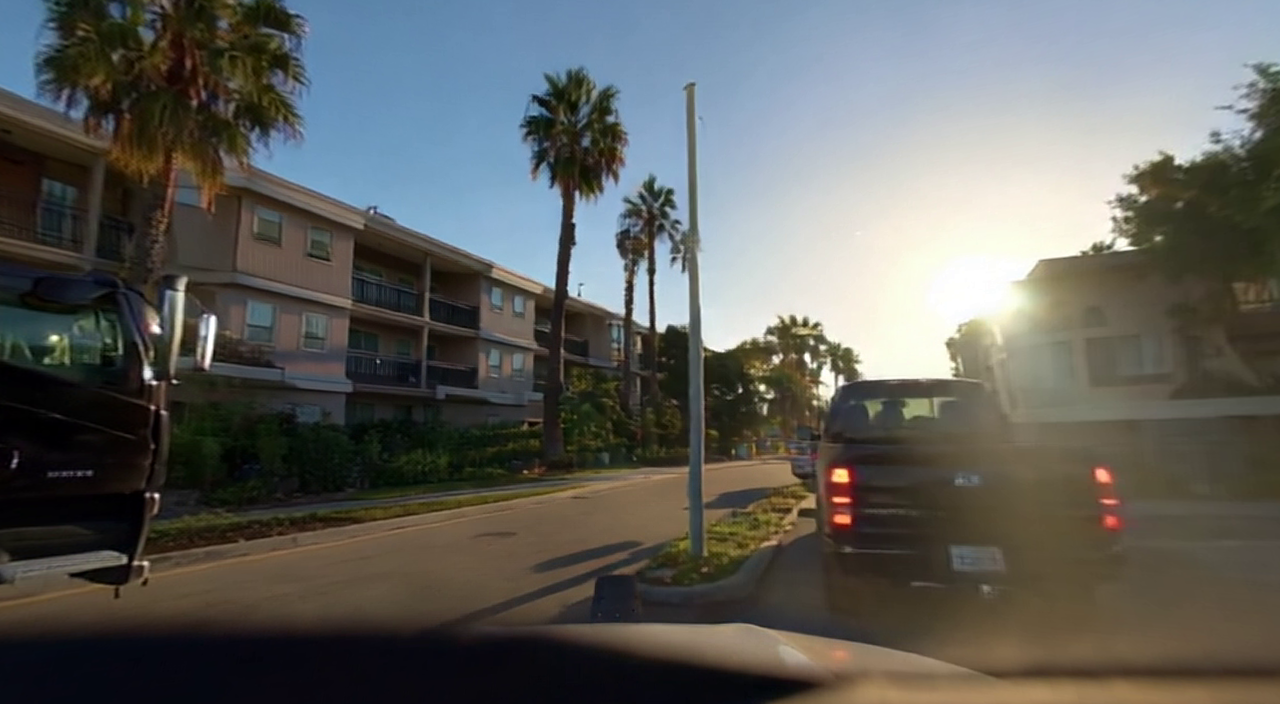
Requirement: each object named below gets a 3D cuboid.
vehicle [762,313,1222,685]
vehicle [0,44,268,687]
[{"bbox_3d":[2.677,1.261,6.709,2.418,2.078,5.866,-2,-9,13],"label":"vehicle"},{"bbox_3d":[-6.253,-0.397,0.647,2.998,3.659,10.517,-3,-9,18],"label":"vehicle"}]
